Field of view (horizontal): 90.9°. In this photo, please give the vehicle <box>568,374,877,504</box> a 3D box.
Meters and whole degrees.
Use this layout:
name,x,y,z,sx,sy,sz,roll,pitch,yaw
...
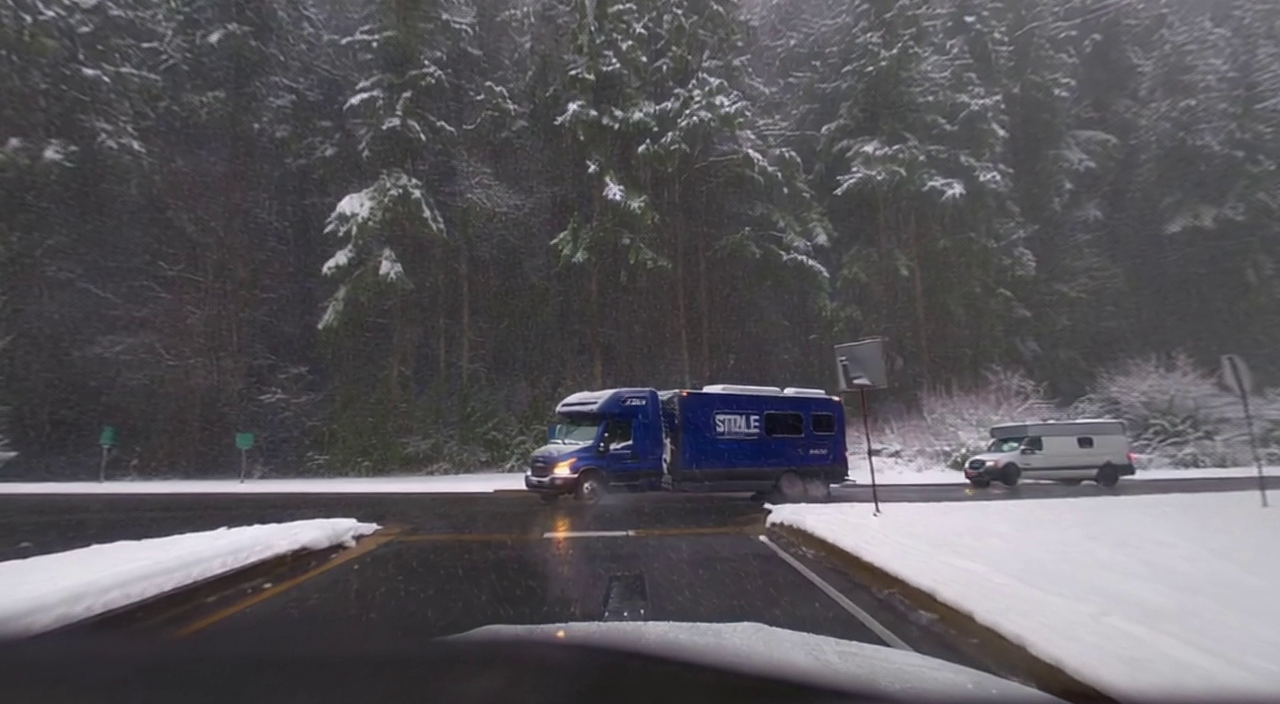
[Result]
name,x,y,z,sx,sy,sz,roll,pitch,yaw
vehicle,2.775,2.854,20.651,9.765,3.622,2.740,3,-9,-21

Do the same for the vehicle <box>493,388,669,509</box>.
name,x,y,z,sx,sy,sz,roll,pitch,yaw
vehicle,-1.830,2.856,18.821,4.552,3.175,2.847,3,-10,-22

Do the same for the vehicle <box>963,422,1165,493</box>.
name,x,y,z,sx,sy,sz,roll,pitch,yaw
vehicle,15.520,3.866,23.298,5.923,2.424,2.247,0,-9,-6
